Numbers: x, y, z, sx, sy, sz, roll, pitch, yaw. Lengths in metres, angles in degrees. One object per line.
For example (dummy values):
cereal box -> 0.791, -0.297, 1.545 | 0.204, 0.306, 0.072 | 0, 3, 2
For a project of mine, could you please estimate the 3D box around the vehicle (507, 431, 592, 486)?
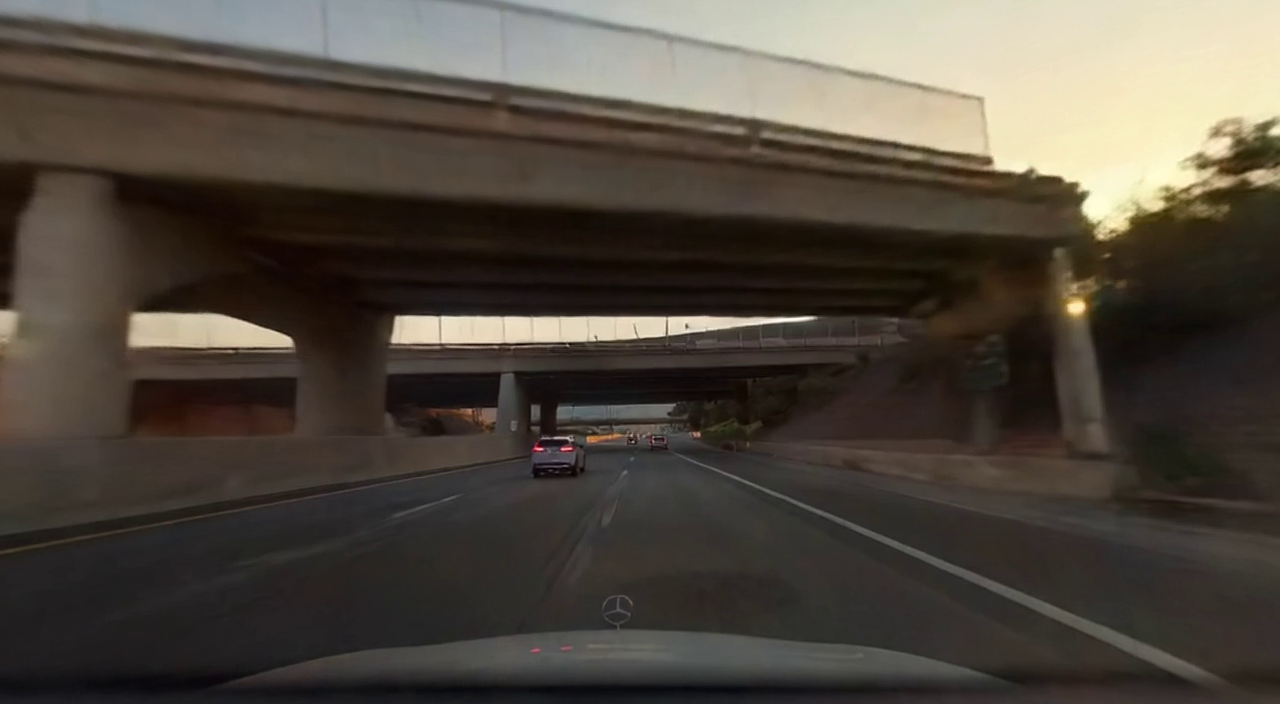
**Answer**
vehicle -> -2.796, 3.379, 20.434 | 2.039, 1.589, 4.324 | 0, -8, 1
